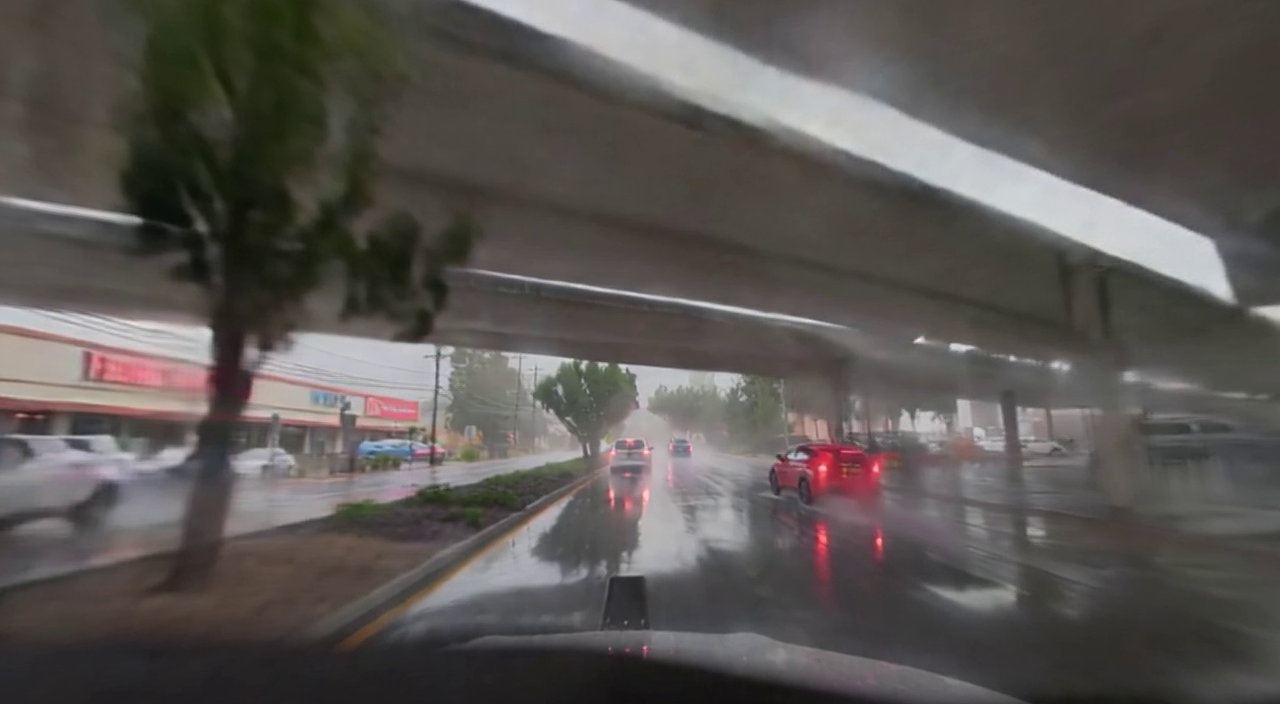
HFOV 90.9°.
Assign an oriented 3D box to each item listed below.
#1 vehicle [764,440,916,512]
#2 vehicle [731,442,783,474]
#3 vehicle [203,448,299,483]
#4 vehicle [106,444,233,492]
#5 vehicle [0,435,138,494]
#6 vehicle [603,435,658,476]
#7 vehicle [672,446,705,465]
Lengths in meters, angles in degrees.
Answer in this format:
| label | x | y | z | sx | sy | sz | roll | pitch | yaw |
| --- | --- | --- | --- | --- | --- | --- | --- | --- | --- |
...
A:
| label | x | y | z | sx | sy | sz | roll | pitch | yaw |
| --- | --- | --- | --- | --- | --- | --- | --- | --- | --- |
| vehicle | 4.675 | 2.953 | 15.571 | 1.954 | 1.479 | 4.557 | 0 | -8 | -4 |
| vehicle | 6.476 | 5.898 | 35.314 | 1.974 | 1.663 | 4.299 | 0 | -8 | -1 |
| vehicle | -19.421 | 5.657 | 31.744 | 1.913 | 1.612 | 4.505 | 0 | -8 | 0 |
| vehicle | -19.746 | 4.845 | 26.744 | 1.989 | 1.820 | 4.427 | 0 | -8 | -1 |
| vehicle | -25.397 | 4.679 | 26.664 | 2.510 | 2.180 | 7.492 | 0 | -9 | -4 |
| vehicle | -0.414 | 4.937 | 30.327 | 2.441 | 1.813 | 4.581 | 0 | -8 | 0 |
| vehicle | 3.684 | 7.921 | 48.572 | 2.126 | 1.375 | 4.241 | 0 | -8 | -1 |
